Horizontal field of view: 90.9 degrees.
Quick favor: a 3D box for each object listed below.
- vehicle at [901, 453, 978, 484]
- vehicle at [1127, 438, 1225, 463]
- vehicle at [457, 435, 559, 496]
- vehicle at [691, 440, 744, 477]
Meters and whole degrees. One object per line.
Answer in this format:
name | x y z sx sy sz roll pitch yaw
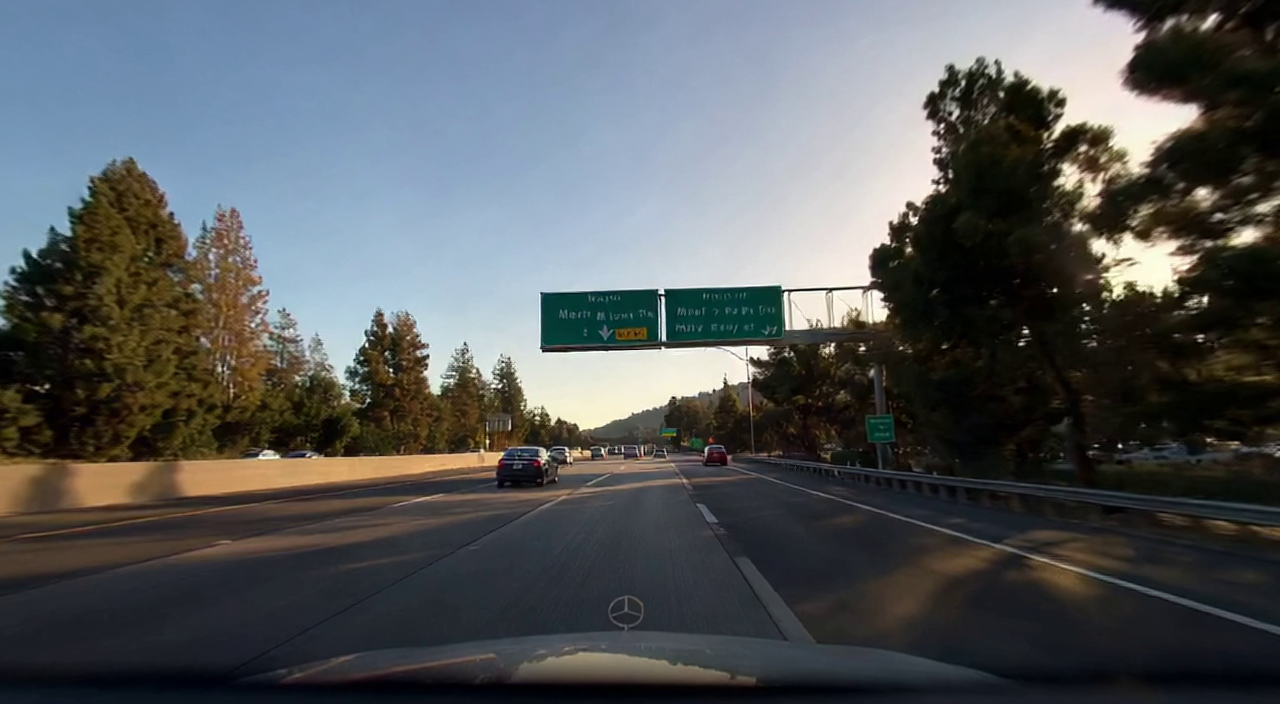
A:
vehicle | 15.828 6.152 33.620 1.941 1.475 4.406 0 -8 1
vehicle | 36.100 6.668 42.567 4.671 1.619 2.080 0 -8 1
vehicle | -4.064 3.583 20.333 2.196 1.733 4.355 -1 -8 2
vehicle | 3.776 5.269 31.548 2.229 1.704 4.392 0 -8 2
